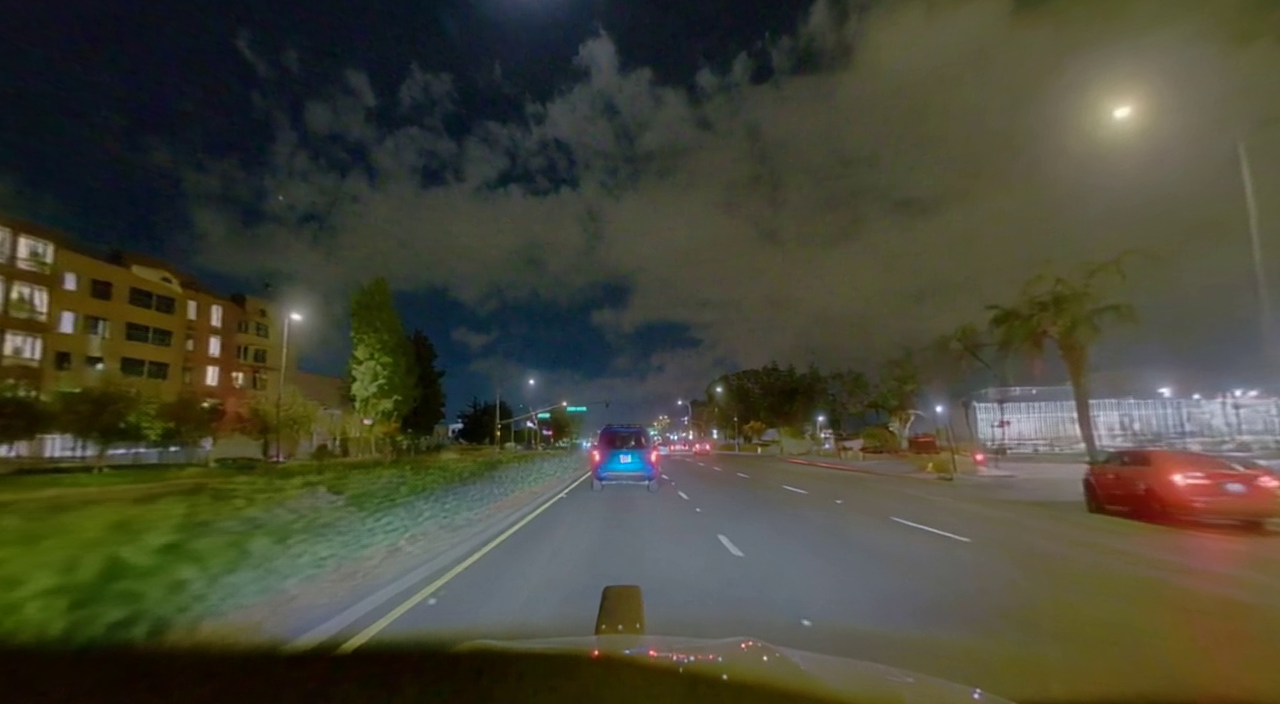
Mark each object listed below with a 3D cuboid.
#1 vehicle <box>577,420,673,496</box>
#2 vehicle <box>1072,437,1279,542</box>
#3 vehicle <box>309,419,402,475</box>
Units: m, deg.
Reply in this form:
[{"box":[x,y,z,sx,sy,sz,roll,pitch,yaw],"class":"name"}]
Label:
[{"box":[-0.412,2.846,17.222,2.277,1.816,4.192,0,-9,-1],"class":"vehicle"},{"box":[9.698,2.265,11.095,2.002,1.456,4.631,-2,-9,15],"class":"vehicle"},{"box":[-19.268,6.529,43.393,2.811,3.399,7.898,1,-9,-2],"class":"vehicle"}]
